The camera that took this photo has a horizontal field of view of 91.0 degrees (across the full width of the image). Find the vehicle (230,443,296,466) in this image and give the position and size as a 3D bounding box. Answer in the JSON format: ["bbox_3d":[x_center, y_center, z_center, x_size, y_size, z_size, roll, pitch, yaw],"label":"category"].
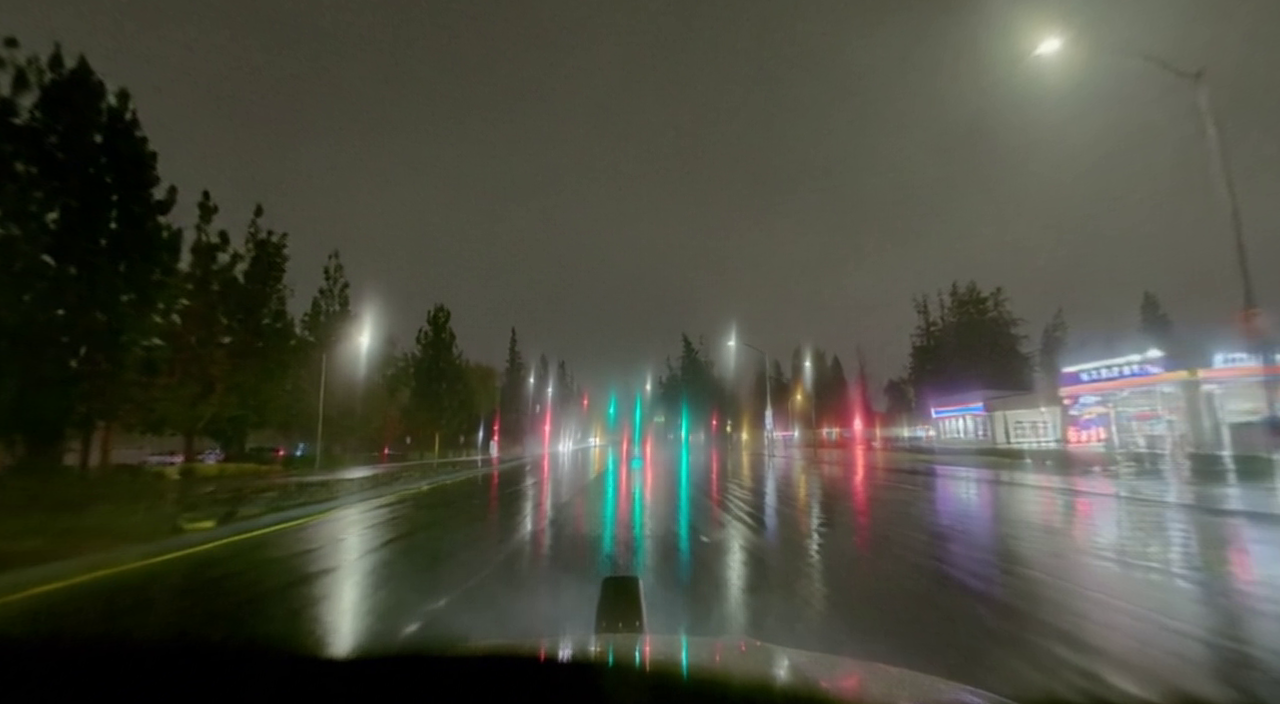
[{"bbox_3d":[-28.679,7.783,47.856,4.749,1.666,1.859,-4,-9,25],"label":"vehicle"}]

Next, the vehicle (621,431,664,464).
[{"bbox_3d":[0.108,5.327,35.136,2.213,1.715,4.242,0,-8,0],"label":"vehicle"}]
